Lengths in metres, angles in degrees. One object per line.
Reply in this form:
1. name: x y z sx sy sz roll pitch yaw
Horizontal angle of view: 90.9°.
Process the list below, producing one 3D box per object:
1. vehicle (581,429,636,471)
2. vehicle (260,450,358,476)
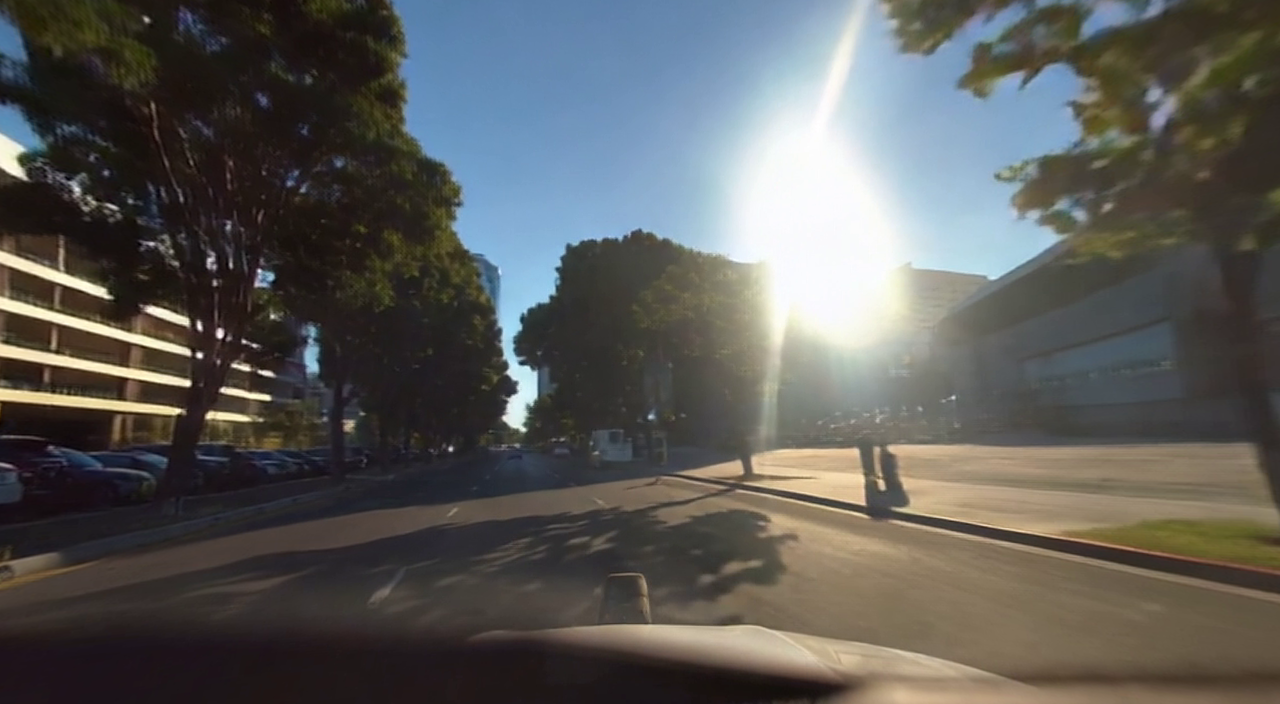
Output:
1. vehicle: -2.142 6.307 40.879 2.596 2.509 6.178 1 -8 -12
2. vehicle: -21.889 7.353 41.941 5.269 1.491 2.133 1 -8 -10
